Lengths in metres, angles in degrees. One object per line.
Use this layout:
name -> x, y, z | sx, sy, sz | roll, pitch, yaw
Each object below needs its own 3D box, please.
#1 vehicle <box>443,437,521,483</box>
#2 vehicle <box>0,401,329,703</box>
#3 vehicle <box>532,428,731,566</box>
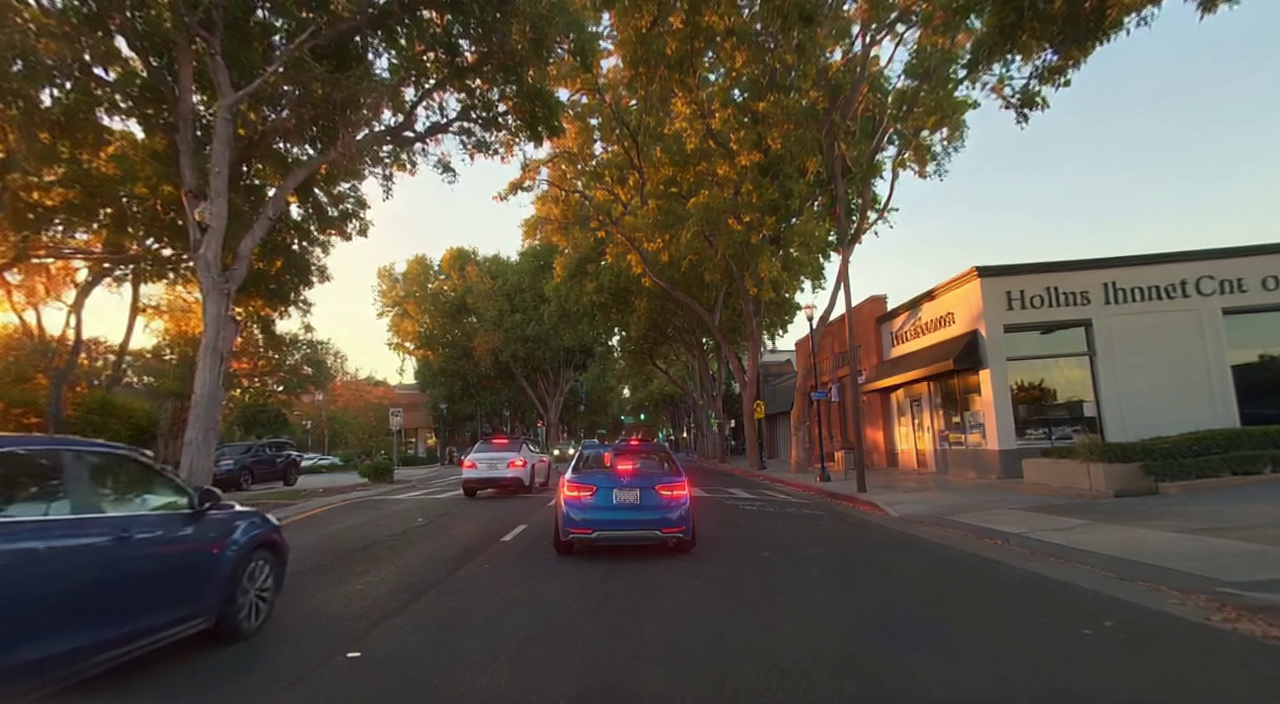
vehicle -> -6.192, 4.277, 25.257 | 2.095, 1.682, 4.371 | 0, -9, -1
vehicle -> -3.460, 1.007, 2.917 | 1.905, 1.473, 4.016 | 0, -9, 1
vehicle -> -0.095, 1.894, 8.954 | 2.160, 1.482, 4.037 | 0, -9, 0
